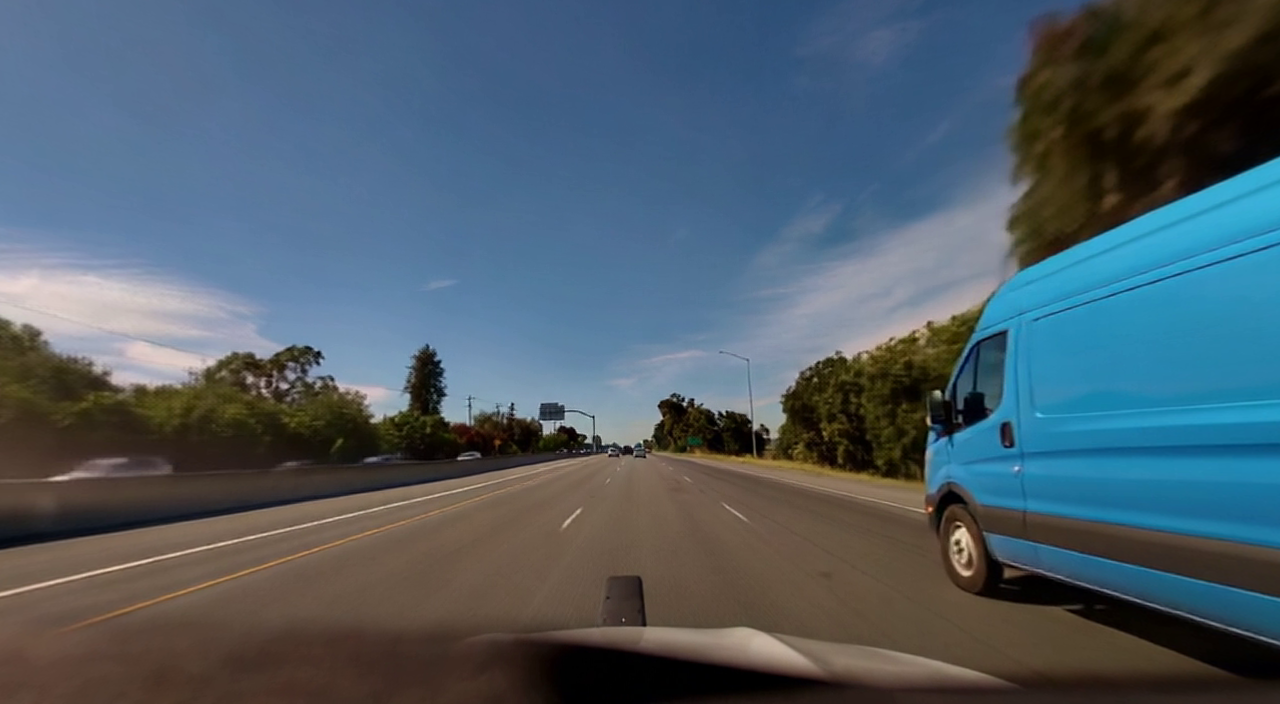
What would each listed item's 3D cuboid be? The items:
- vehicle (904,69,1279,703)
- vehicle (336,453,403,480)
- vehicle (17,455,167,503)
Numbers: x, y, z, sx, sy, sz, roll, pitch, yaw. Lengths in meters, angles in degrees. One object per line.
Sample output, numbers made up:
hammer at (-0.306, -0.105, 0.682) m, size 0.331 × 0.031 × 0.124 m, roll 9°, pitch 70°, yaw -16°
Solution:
vehicle at (3.935, 0.260, 2.772) m, size 2.527 × 2.809 × 6.831 m, roll 0°, pitch -9°, yaw 0°
vehicle at (-16.129, 6.820, 37.811) m, size 2.040 × 1.468 × 4.504 m, roll 0°, pitch -9°, yaw -1°
vehicle at (-19.746, 4.554, 22.969) m, size 1.865 × 1.520 × 3.984 m, roll 0°, pitch -9°, yaw 0°
